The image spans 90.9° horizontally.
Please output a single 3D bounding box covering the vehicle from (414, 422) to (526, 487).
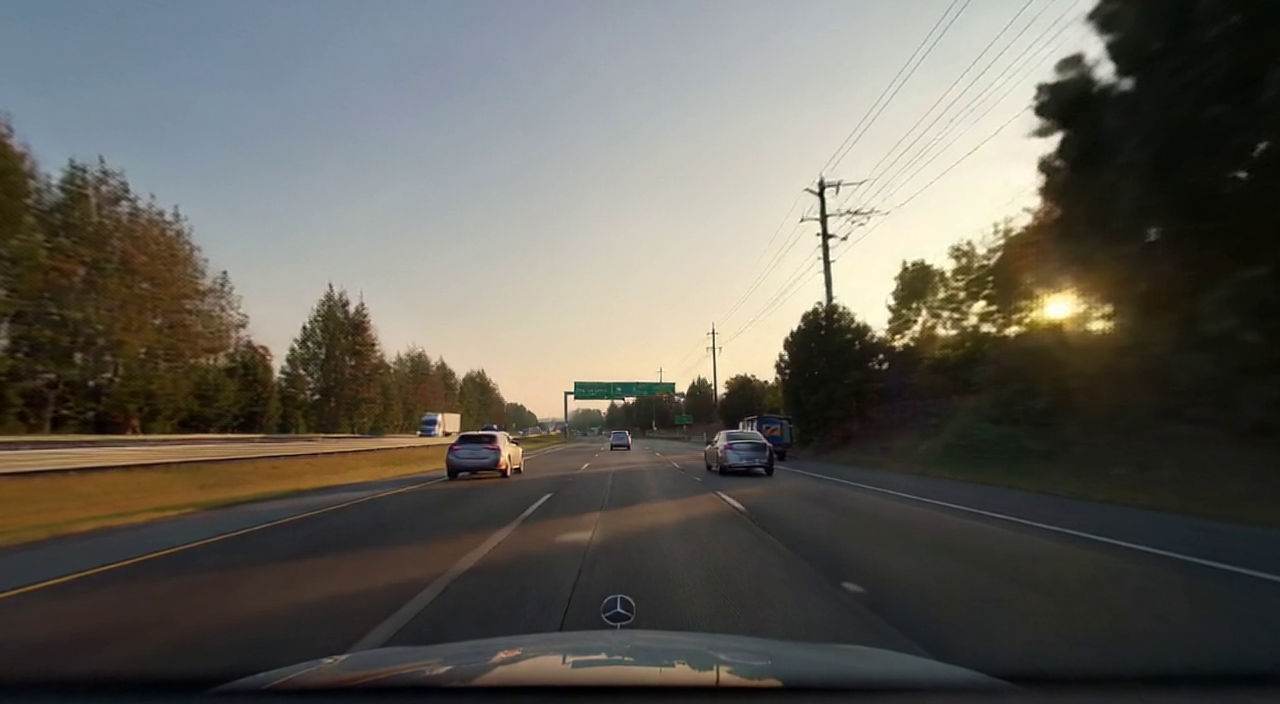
[{"bbox_3d":[-4.582,2.808,17.716,2.100,1.590,4.077,0,-7,-1],"label":"vehicle"}]

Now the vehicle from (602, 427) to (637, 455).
[{"bbox_3d":[-1.323,5.699,40.504,2.159,1.690,3.720,0,-7,-3],"label":"vehicle"}]

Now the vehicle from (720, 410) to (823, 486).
[{"bbox_3d":[3.550,2.627,17.651,1.976,1.905,3.263,0,-7,-3],"label":"vehicle"}]
